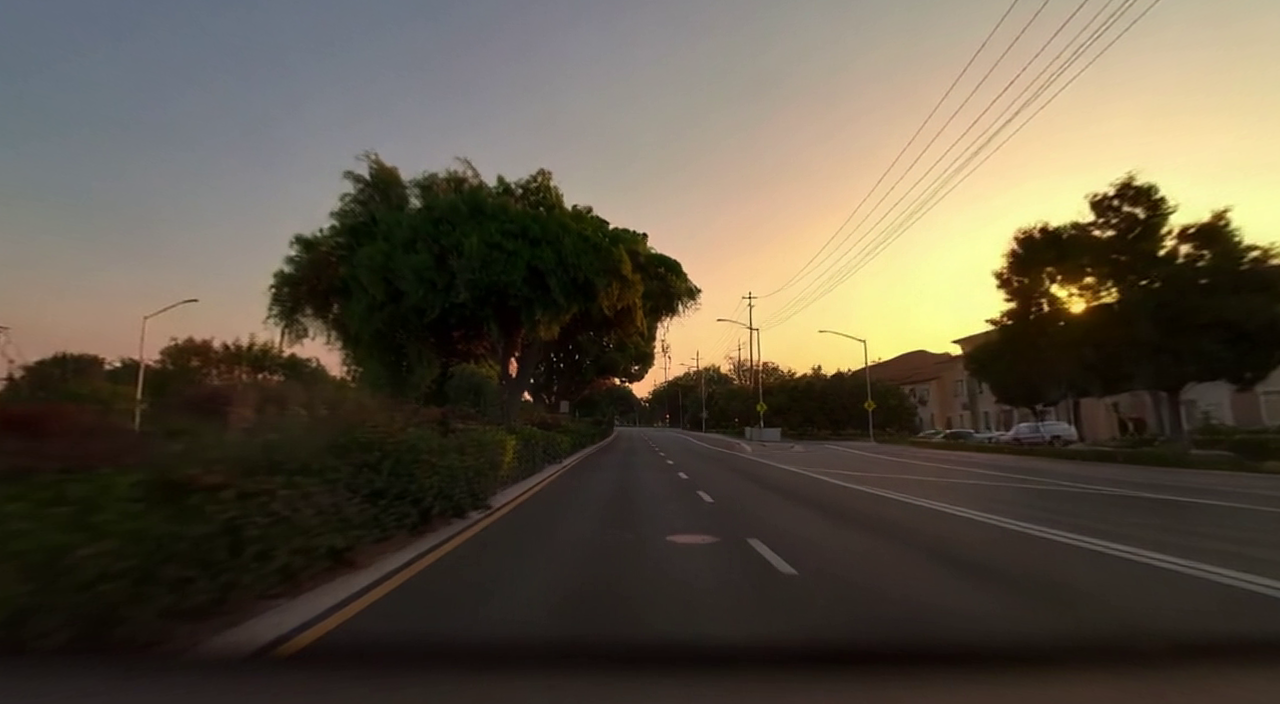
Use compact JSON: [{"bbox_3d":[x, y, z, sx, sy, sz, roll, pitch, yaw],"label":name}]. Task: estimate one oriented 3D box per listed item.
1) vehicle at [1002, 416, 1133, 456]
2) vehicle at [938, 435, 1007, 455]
[{"bbox_3d":[24.496,4.870,36.427,5.603,2.179,2.440,-1,-8,5],"label":"vehicle"},{"bbox_3d":[24.838,6.943,47.238,4.140,1.416,1.767,0,-8,-1],"label":"vehicle"}]
